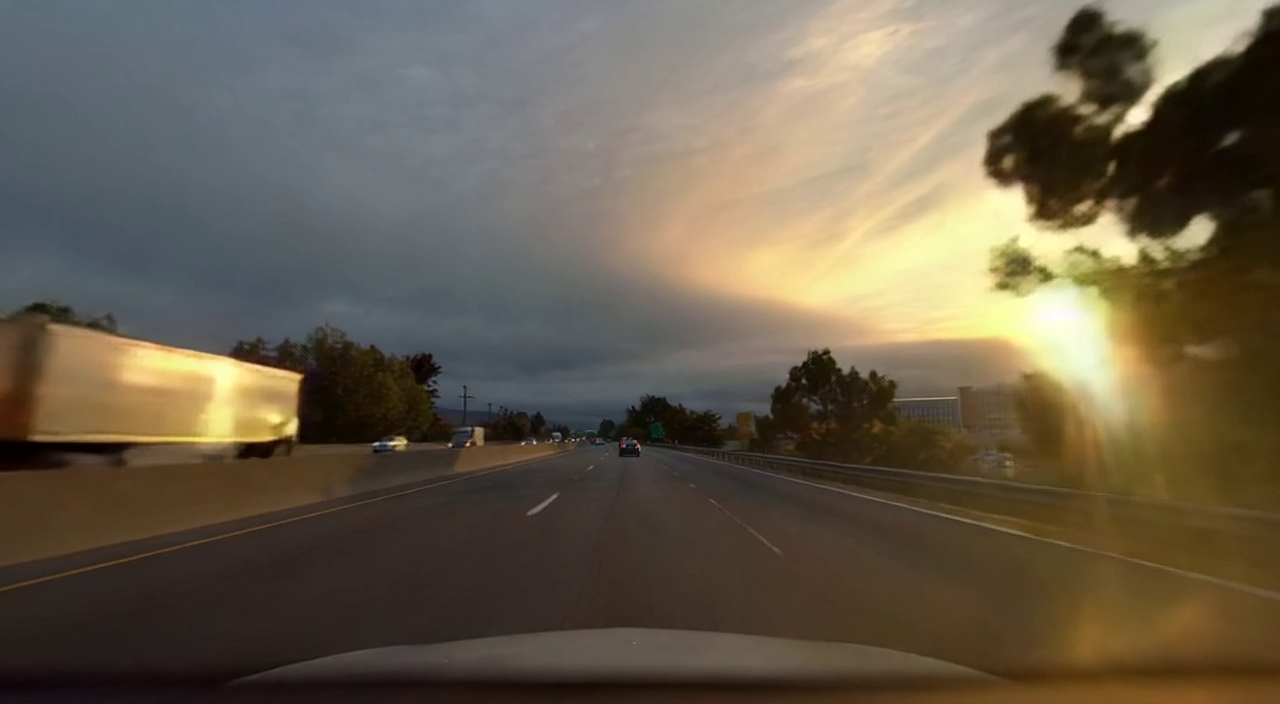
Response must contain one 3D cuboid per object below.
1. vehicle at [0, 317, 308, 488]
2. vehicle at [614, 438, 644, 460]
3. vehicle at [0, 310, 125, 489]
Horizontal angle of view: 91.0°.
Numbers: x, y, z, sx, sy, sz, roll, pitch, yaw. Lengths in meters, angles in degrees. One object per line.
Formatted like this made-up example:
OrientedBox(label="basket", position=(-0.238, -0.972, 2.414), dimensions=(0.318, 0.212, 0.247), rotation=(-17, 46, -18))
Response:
OrientedBox(label="vehicle", position=(-16.570, 2.132, 21.744), dimensions=(3.036, 4.094, 13.534), rotation=(0, -8, -1))
OrientedBox(label="vehicle", position=(-0.831, 6.987, 45.418), dimensions=(2.099, 1.504, 3.843), rotation=(0, -8, -2))
OrientedBox(label="vehicle", position=(-16.409, 1.150, 14.897), dimensions=(2.982, 4.135, 6.215), rotation=(-1, -8, -1))
